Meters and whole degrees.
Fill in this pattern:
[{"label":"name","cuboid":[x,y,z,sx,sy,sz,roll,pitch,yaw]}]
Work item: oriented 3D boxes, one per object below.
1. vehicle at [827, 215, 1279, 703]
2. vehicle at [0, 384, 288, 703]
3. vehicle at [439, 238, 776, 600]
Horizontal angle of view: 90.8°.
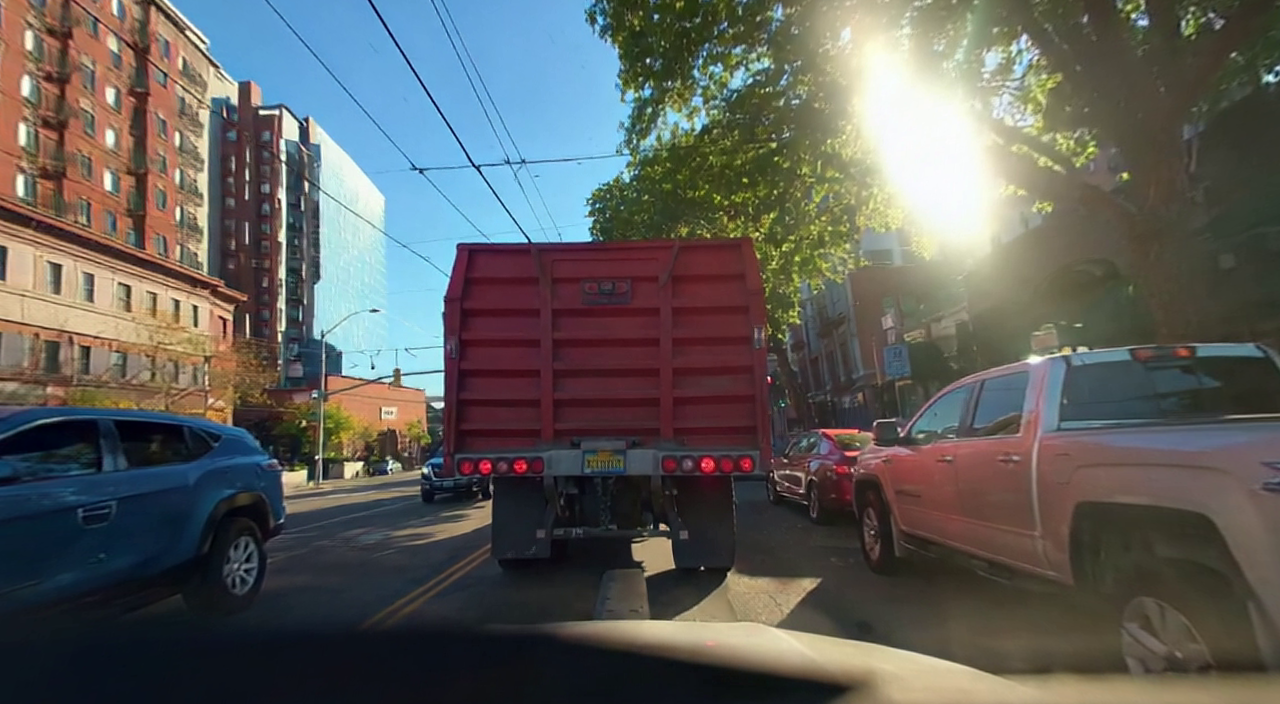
[{"label":"vehicle","cuboid":[3.235,0.886,4.285,2.242,1.979,5.722,0,-8,1]},{"label":"vehicle","cuboid":[-4.117,1.019,3.248,1.988,1.657,4.492,0,-8,0]},{"label":"vehicle","cuboid":[-0.248,1.140,9.703,2.878,3.204,8.244,0,-8,0]}]
